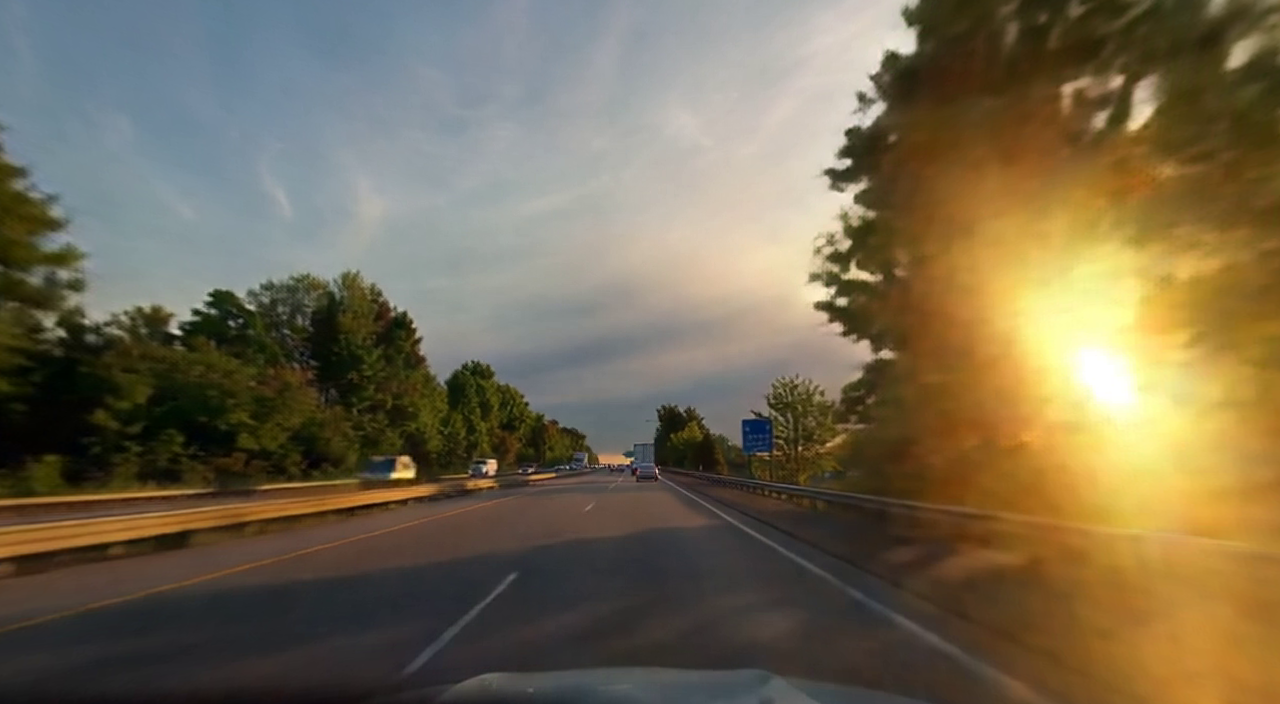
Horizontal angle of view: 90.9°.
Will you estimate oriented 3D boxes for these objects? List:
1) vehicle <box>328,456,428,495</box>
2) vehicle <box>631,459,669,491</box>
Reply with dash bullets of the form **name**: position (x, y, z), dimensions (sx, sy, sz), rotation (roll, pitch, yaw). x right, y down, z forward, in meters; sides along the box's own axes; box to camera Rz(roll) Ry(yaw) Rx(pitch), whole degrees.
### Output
- **vehicle**: position (-11.654, 5.558, 28.602), dimensions (1.916, 1.535, 5.991), rotation (1, -10, 1)
- **vehicle**: position (0.548, 6.966, 35.802), dimensions (2.048, 1.663, 4.377), rotation (1, -10, 0)
